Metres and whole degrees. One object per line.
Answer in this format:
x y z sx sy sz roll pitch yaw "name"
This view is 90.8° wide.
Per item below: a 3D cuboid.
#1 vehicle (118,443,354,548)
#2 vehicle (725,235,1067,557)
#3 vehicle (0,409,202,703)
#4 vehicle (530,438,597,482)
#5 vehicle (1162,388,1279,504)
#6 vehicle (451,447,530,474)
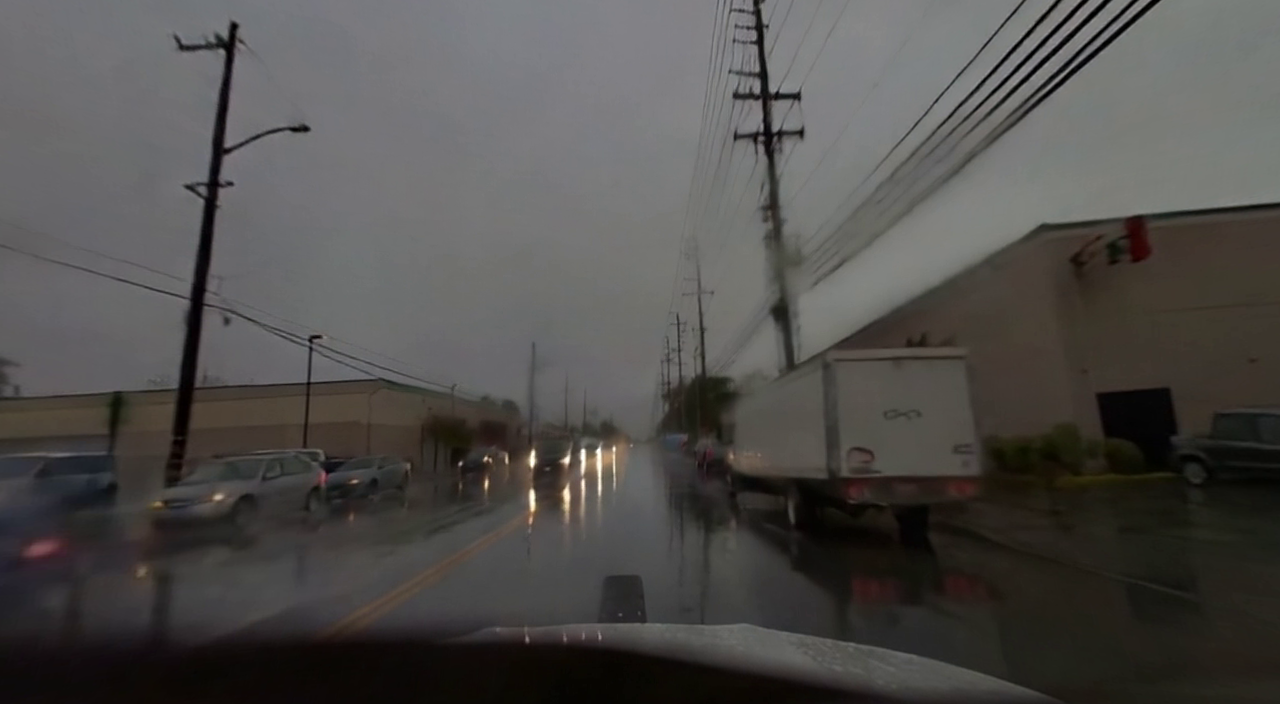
-8.166 2.844 13.455 1.954 1.622 4.761 -5 -8 -1 "vehicle"
3.592 1.097 11.824 2.874 3.757 8.612 2 -9 1 "vehicle"
-3.892 0.960 2.005 2.020 1.528 4.258 -3 -9 -1 "vehicle"
-3.059 4.446 26.239 2.061 1.679 4.042 -1 -9 3 "vehicle"
10.609 1.401 9.456 2.040 1.722 4.502 -1 -9 7 "vehicle"
-10.035 7.262 42.325 4.936 1.703 1.959 3 -9 -18 "vehicle"
